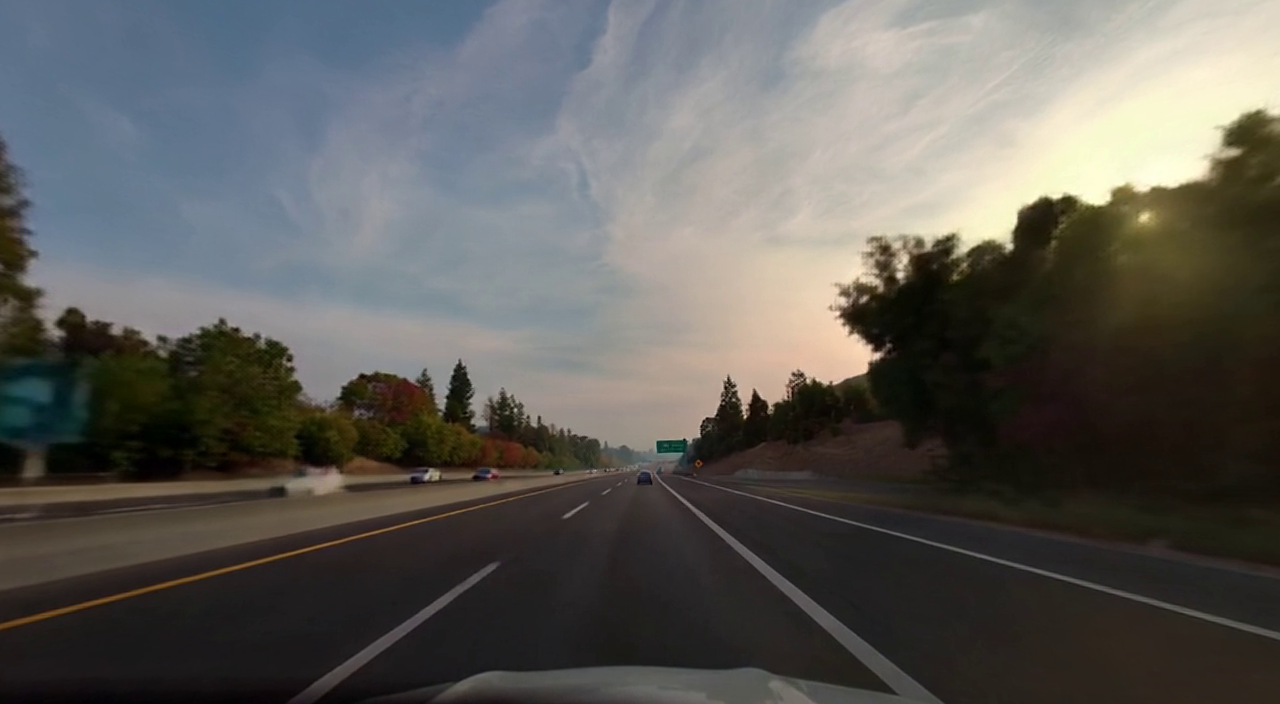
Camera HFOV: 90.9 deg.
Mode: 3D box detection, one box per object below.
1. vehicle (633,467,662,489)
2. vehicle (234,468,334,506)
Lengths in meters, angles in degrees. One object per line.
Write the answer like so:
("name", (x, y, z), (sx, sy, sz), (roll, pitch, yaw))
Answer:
("vehicle", (0.514, 9.315, 46.639), (2.016, 1.530, 4.009), (1, -10, 0))
("vehicle", (-15.757, 5.970, 28.165), (1.863, 1.525, 4.211), (1, -11, 1))
